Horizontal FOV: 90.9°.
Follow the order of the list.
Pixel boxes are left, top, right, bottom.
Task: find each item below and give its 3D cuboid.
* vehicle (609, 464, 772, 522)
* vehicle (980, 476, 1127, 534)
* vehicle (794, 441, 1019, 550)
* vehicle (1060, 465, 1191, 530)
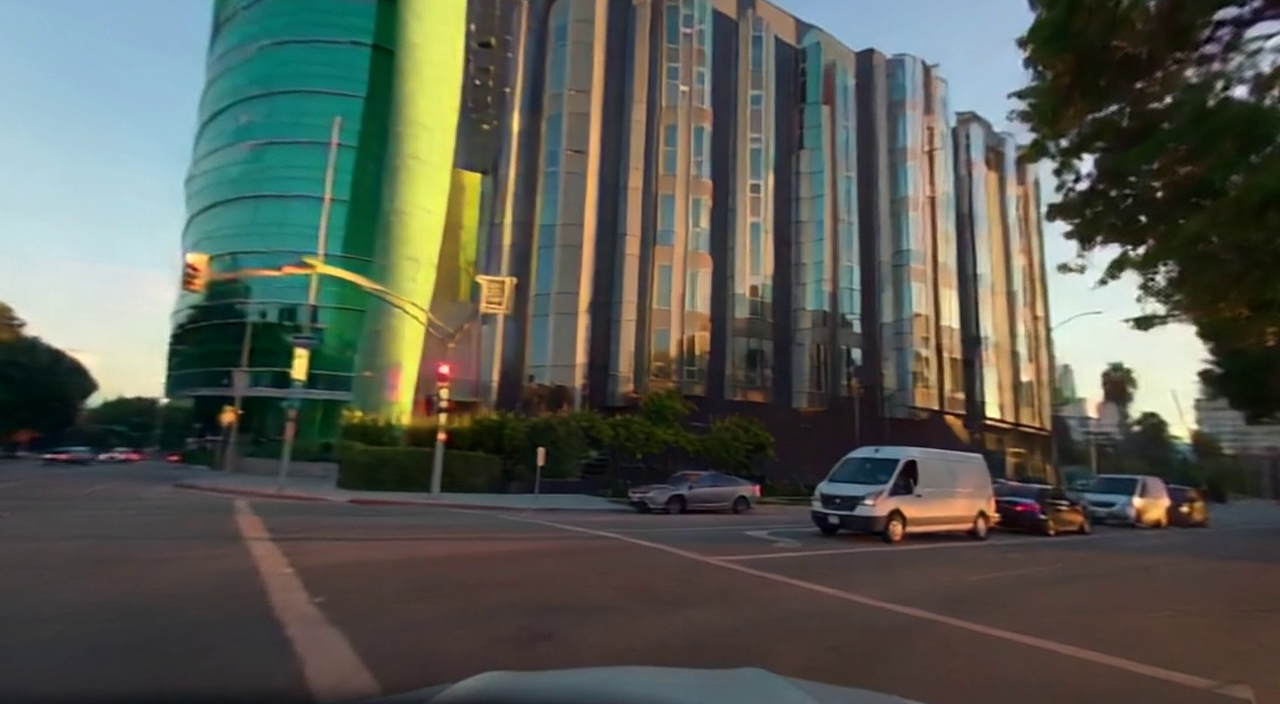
[{"bbox_3d":[1.511,3.988,18.169,4.470,1.472,1.868,8,-13,-34],"label":"vehicle"},{"bbox_3d":[12.313,4.452,18.693,4.632,1.495,1.853,7,-14,-34],"label":"vehicle"},{"bbox_3d":[6.108,3.160,14.229,5.252,2.013,2.104,8,-14,-35],"label":"vehicle"},{"bbox_3d":[17.380,5.091,22.508,4.884,2.024,2.148,8,-13,-35],"label":"vehicle"}]
